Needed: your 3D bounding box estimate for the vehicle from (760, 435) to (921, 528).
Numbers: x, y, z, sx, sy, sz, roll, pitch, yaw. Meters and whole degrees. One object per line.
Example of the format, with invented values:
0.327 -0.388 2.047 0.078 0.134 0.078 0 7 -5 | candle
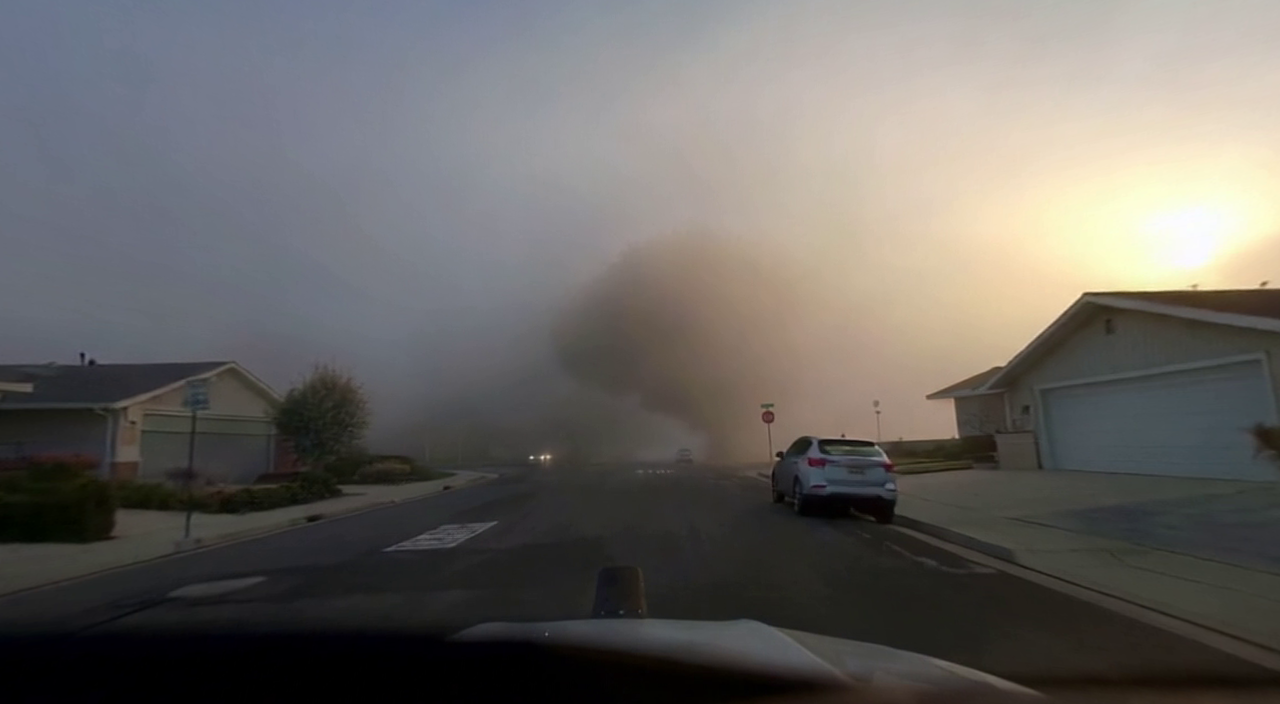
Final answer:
3.726 2.468 12.583 1.975 1.528 4.000 0 -9 2 | vehicle
